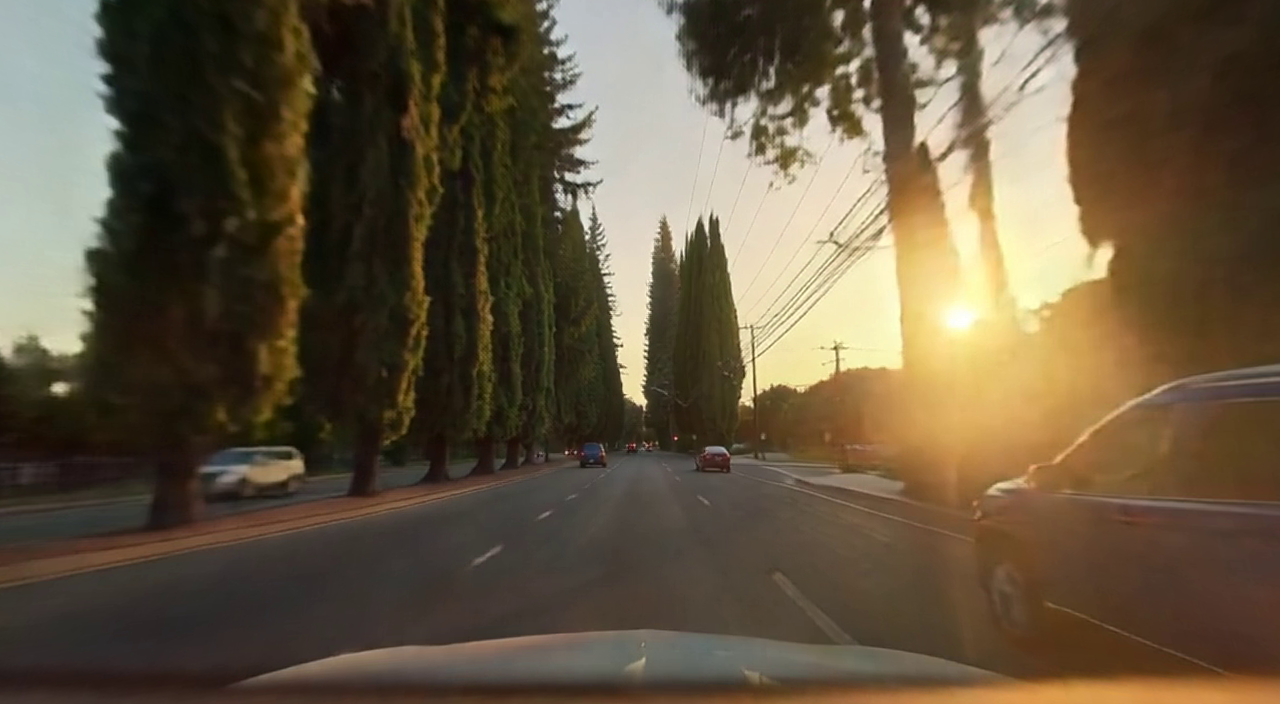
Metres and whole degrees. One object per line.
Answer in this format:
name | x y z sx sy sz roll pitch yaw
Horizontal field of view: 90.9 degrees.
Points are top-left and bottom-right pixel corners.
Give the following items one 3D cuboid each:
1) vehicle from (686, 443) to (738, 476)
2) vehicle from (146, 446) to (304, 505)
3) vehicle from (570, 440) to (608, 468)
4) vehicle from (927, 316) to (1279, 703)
vehicle | 3.403 5.165 30.491 1.906 1.468 4.422 0 -9 -1
vehicle | -14.049 4.164 21.801 2.168 1.782 4.746 0 -9 0
vehicle | -3.287 6.703 41.399 2.066 1.725 4.241 0 -9 1
vehicle | 3.351 0.828 2.686 2.182 1.744 4.464 0 -9 1
